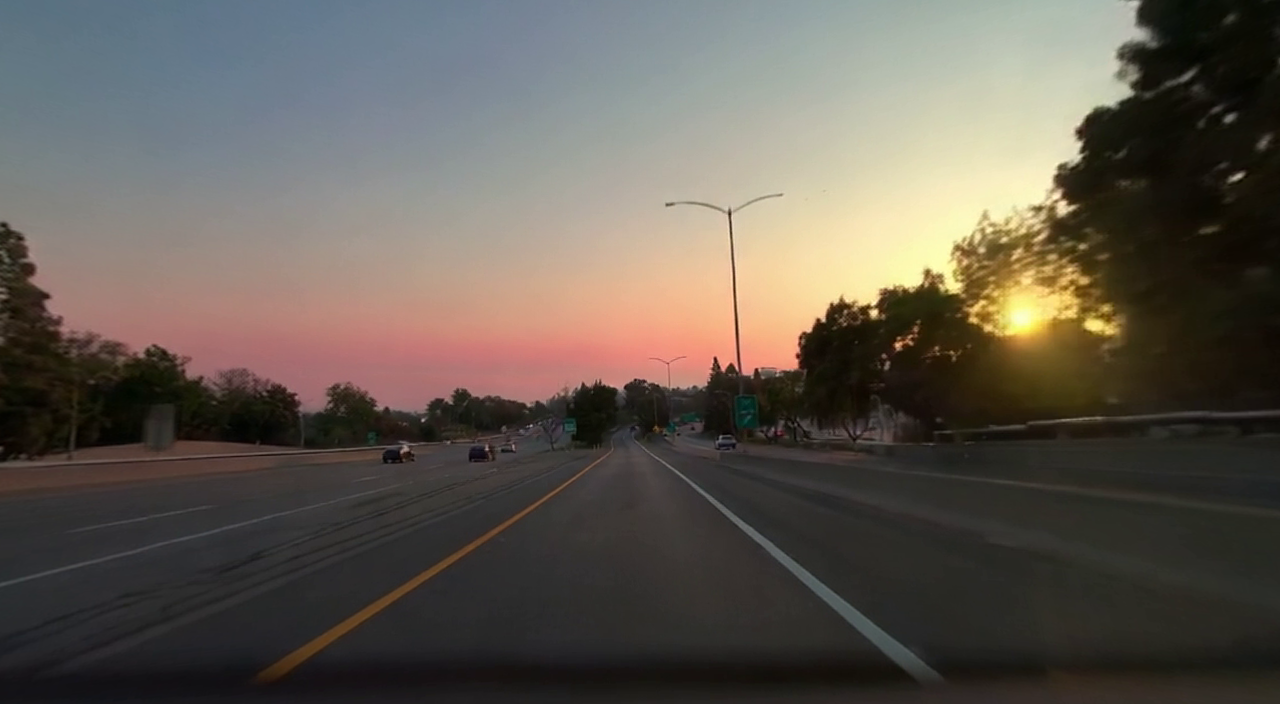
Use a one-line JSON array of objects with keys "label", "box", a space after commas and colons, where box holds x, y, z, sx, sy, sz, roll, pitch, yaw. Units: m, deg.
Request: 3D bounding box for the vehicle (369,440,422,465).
[{"label": "vehicle", "box": [-17.902, 7.341, 46.512, 2.126, 1.671, 5.173, 0, -8, -4]}]
